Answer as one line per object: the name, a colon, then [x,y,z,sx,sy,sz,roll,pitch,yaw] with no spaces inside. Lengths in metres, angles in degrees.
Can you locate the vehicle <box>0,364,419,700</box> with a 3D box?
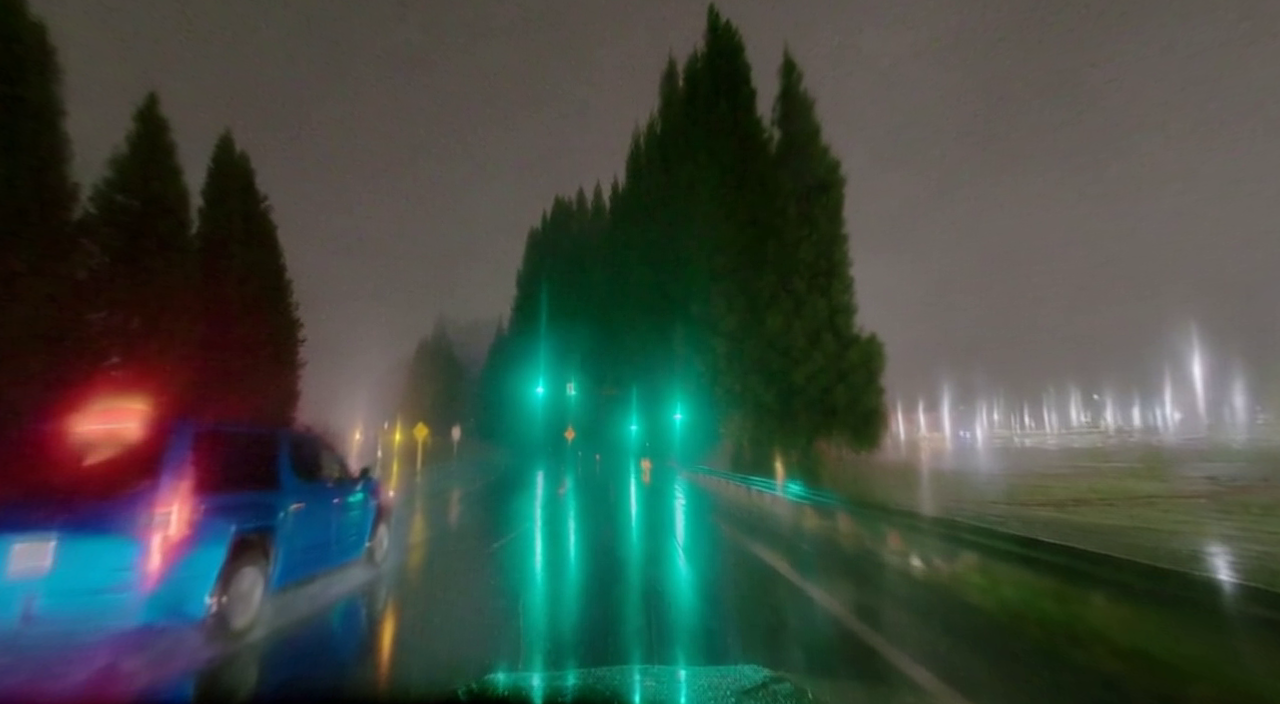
vehicle: [-4.151,1.351,6.044,2.336,1.857,4.986,0,-8,-1]

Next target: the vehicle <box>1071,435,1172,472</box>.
vehicle: [21.539,4.515,28.177,4.141,1.451,1.720,2,-10,-25]
